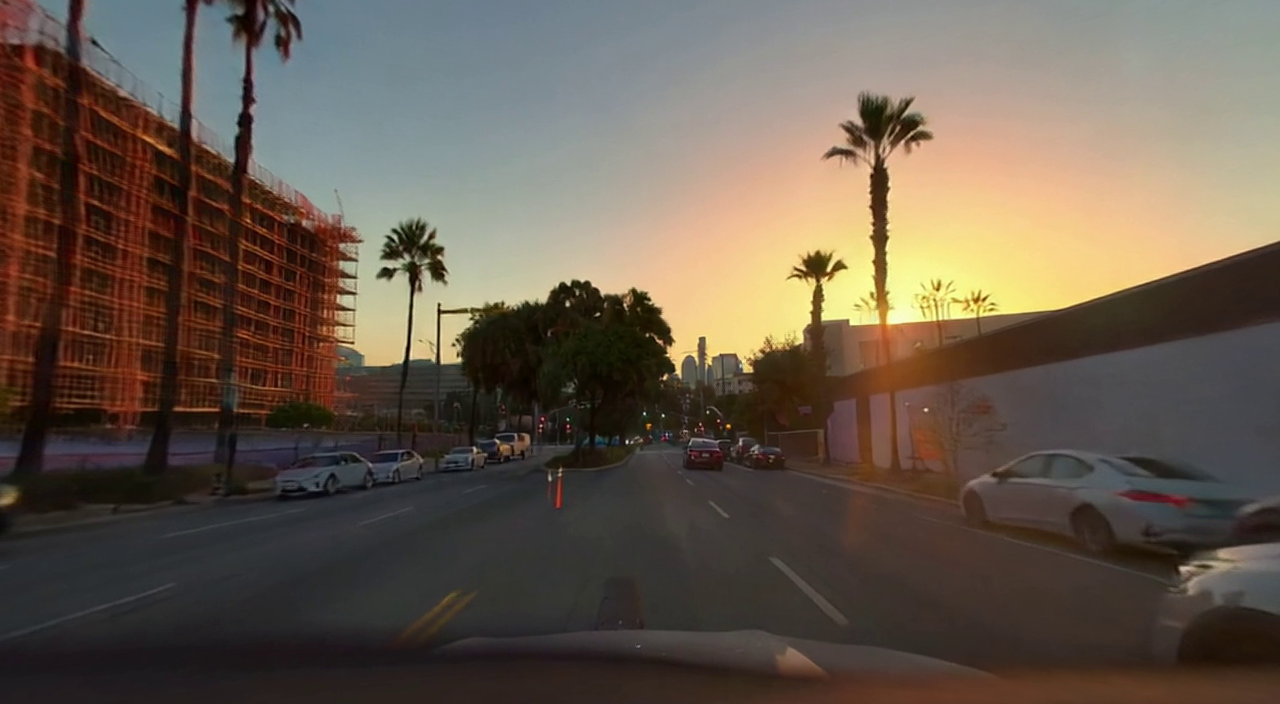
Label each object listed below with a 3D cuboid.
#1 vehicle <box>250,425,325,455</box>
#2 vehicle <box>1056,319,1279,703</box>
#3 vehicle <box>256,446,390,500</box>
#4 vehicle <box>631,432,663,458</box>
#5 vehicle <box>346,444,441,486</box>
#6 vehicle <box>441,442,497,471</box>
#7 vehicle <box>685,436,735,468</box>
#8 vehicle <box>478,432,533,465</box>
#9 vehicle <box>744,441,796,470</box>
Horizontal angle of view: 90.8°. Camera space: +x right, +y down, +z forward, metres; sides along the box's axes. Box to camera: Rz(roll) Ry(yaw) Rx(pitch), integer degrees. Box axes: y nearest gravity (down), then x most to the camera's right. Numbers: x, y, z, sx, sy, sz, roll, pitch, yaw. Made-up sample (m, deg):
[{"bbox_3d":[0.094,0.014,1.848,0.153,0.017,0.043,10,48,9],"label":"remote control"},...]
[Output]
[{"bbox_3d":[-19.733,4.960,35.347,3.575,1.571,1.912,-5,-9,27],"label":"vehicle"},{"bbox_3d":[3.099,0.571,0.943,1.953,1.687,4.344,0,-8,0],"label":"vehicle"},{"bbox_3d":[-9.581,3.653,19.538,1.826,1.445,4.325,0,-8,1],"label":"vehicle"},{"bbox_3d":[0.540,6.851,46.509,2.264,1.798,4.258,-1,-8,1],"label":"vehicle"},{"bbox_3d":[-9.388,4.320,24.545,1.821,1.448,4.591,0,-8,0],"label":"vehicle"},{"bbox_3d":[-9.561,5.877,35.786,1.804,1.478,4.734,0,-8,1],"label":"vehicle"},{"bbox_3d":[3.469,5.052,32.080,1.999,1.487,3.939,0,-8,-1],"label":"vehicle"},{"bbox_3d":[-9.485,6.970,45.155,2.294,1.948,6.025,-7,-10,1],"label":"vehicle"},{"bbox_3d":[6.821,5.446,33.520,1.819,1.435,4.337,0,-8,0],"label":"vehicle"}]
